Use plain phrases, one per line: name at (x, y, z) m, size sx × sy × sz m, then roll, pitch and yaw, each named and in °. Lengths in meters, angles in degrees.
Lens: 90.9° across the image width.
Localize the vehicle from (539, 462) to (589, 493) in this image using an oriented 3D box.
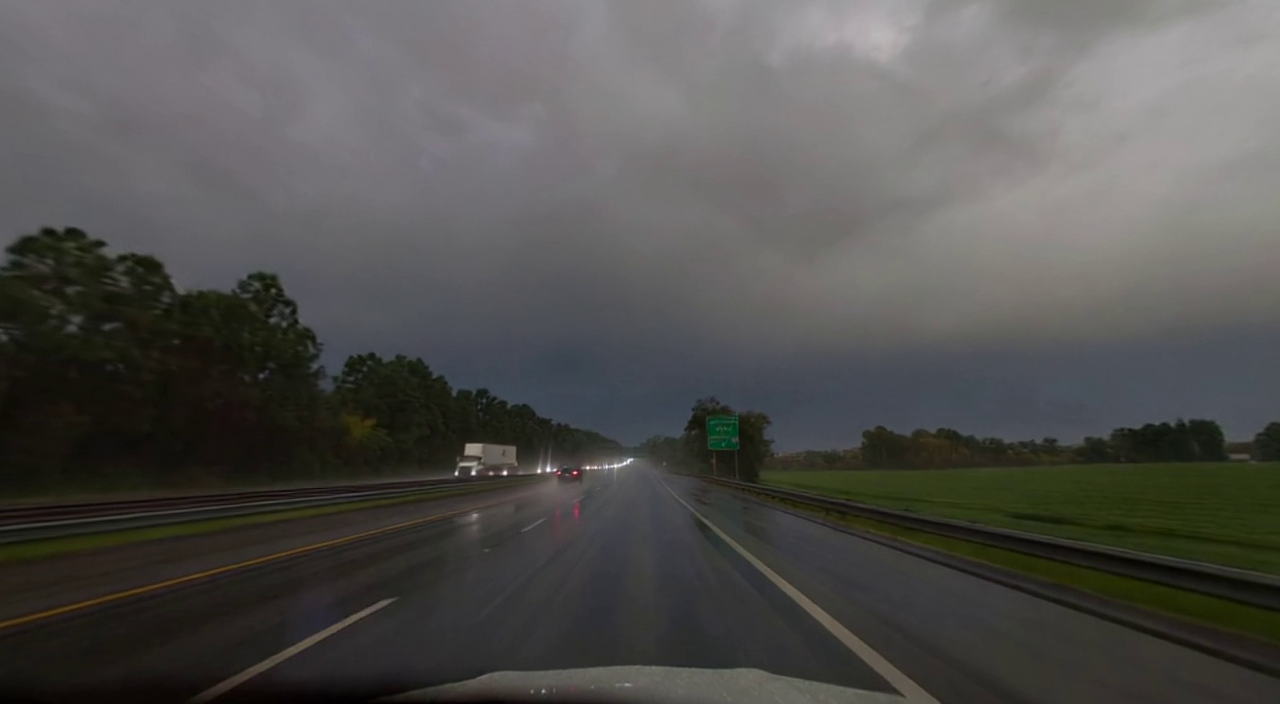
vehicle at (-3.894, 6.563, 33.068) m, size 2.043 × 1.486 × 4.442 m, roll 1°, pitch -10°, yaw 0°
